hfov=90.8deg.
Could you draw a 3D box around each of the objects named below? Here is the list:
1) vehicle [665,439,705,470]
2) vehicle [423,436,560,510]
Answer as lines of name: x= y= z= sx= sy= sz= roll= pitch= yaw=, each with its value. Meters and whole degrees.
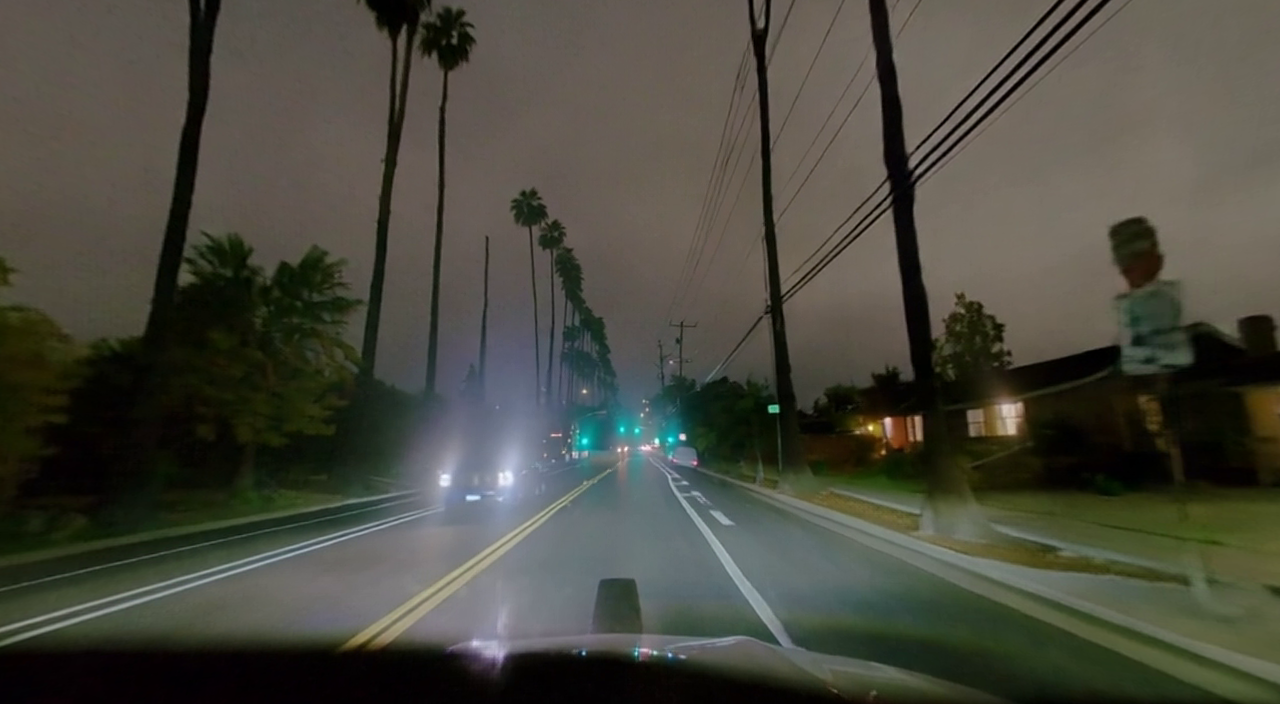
vehicle: x=2.885 y=6.740 z=41.692 sx=2.168 sy=1.851 sz=4.861 roll=0 pitch=-9 yaw=-1
vehicle: x=-3.750 y=3.183 z=17.264 sx=2.336 sy=1.669 sz=5.581 roll=0 pitch=-9 yaw=1
